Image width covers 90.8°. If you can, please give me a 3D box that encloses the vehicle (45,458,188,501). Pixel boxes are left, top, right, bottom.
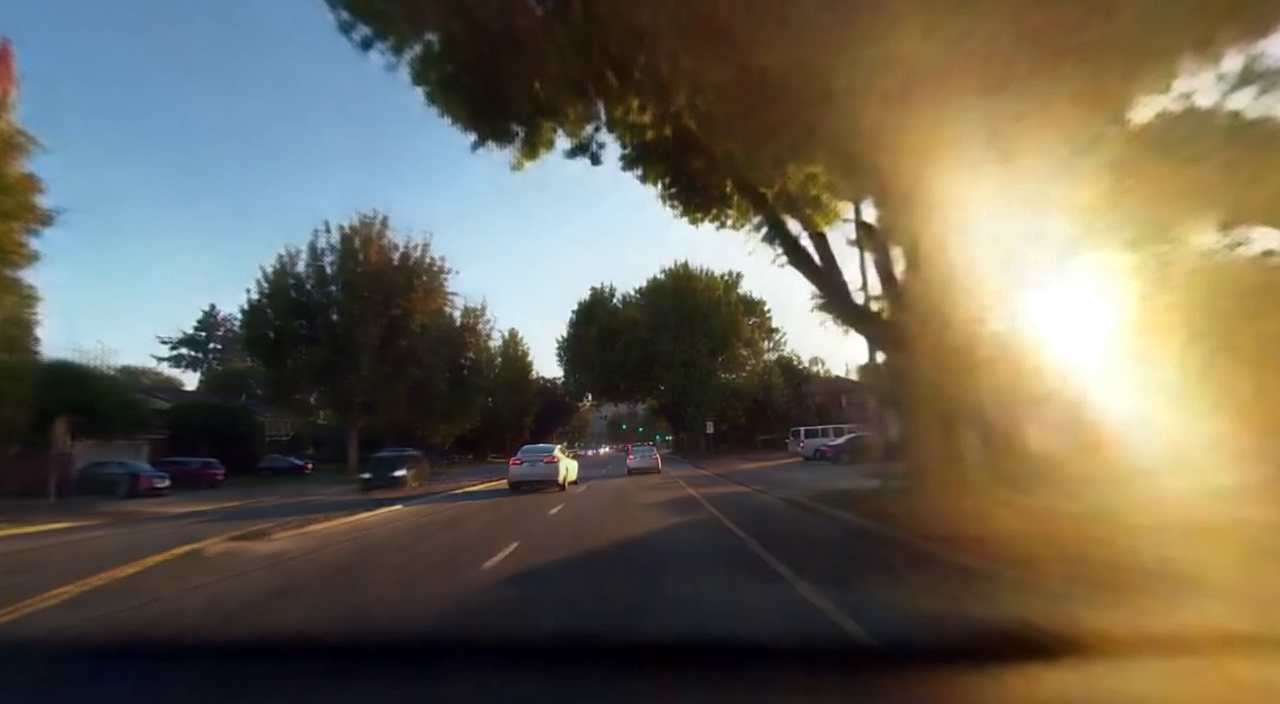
[{"bbox_3d":[-22.088,5.357,26.776,4.203,1.693,2.072,0,-8,2],"label":"vehicle"}]

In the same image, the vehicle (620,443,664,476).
[{"bbox_3d":[0.088,5.342,31.694,2.062,1.518,3.901,0,-8,0],"label":"vehicle"}]

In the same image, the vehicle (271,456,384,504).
[{"bbox_3d":[-11.604,4.756,23.889,1.970,1.554,4.401,0,-8,1],"label":"vehicle"}]

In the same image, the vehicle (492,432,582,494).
[{"bbox_3d":[-3.191,3.567,20.617,2.157,1.771,4.452,0,-8,1],"label":"vehicle"}]

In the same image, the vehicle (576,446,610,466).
[{"bbox_3d":[-3.662,8.148,49.678,2.268,1.522,4.350,0,-8,1],"label":"vehicle"}]

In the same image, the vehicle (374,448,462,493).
[{"bbox_3d":[-8.917,4.758,25.779,2.192,1.516,3.995,-3,-8,-1],"label":"vehicle"}]

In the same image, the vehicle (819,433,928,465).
[{"bbox_3d":[11.324,4.722,30.851,4.573,1.461,1.867,0,-8,-1],"label":"vehicle"}]
